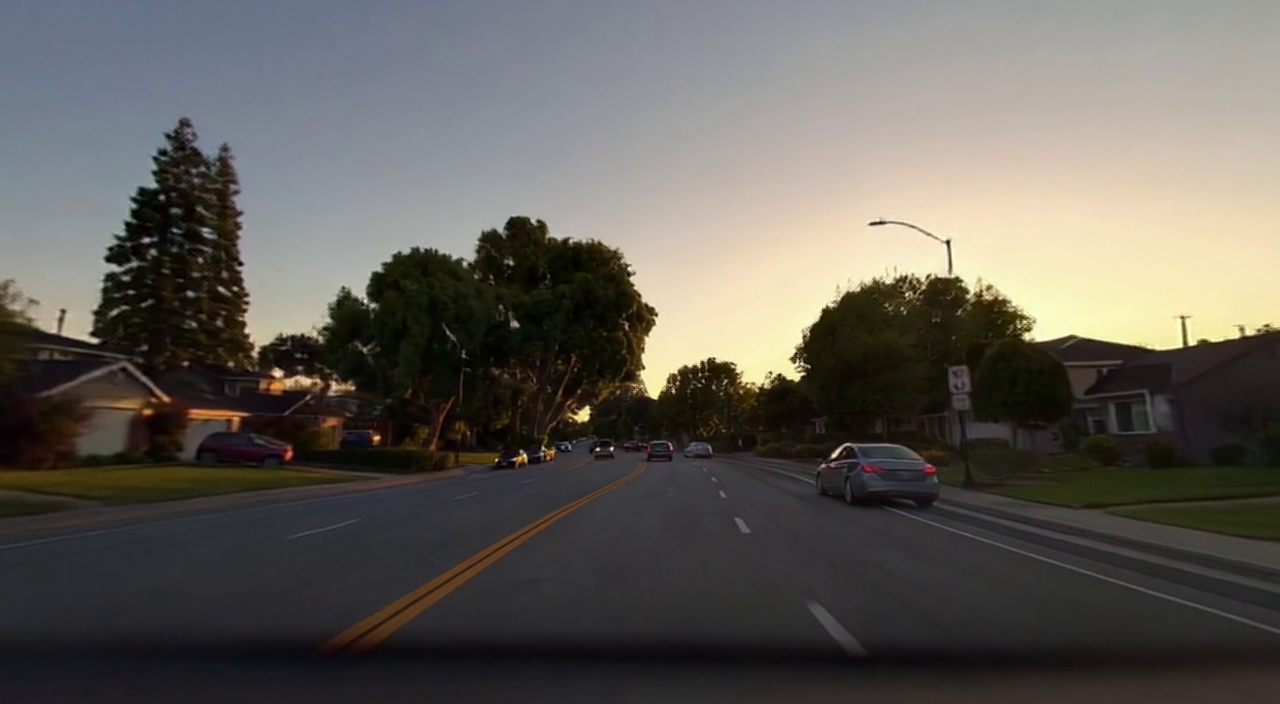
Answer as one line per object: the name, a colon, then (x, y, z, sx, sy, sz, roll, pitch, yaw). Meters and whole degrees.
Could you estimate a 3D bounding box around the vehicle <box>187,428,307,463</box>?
vehicle: (-18.415, 4.415, 29.672, 4.377, 1.570, 1.871, 0, -8, 1)

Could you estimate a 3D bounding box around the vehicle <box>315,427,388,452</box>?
vehicle: (-22.722, 6.939, 49.737, 4.772, 1.877, 2.038, 1, -8, -8)

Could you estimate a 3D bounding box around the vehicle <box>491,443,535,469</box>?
vehicle: (-8.759, 7.190, 43.956, 2.038, 1.690, 4.825, 0, -8, 0)

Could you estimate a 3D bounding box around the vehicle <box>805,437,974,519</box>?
vehicle: (5.186, 2.653, 13.844, 1.934, 1.506, 4.282, 0, -8, 0)

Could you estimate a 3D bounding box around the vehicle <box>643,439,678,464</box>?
vehicle: (1.362, 6.917, 43.939, 2.106, 1.667, 4.367, 0, -8, -3)

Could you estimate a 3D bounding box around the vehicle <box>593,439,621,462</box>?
vehicle: (-2.606, 7.673, 49.054, 2.081, 1.721, 4.228, 1, -8, -5)
